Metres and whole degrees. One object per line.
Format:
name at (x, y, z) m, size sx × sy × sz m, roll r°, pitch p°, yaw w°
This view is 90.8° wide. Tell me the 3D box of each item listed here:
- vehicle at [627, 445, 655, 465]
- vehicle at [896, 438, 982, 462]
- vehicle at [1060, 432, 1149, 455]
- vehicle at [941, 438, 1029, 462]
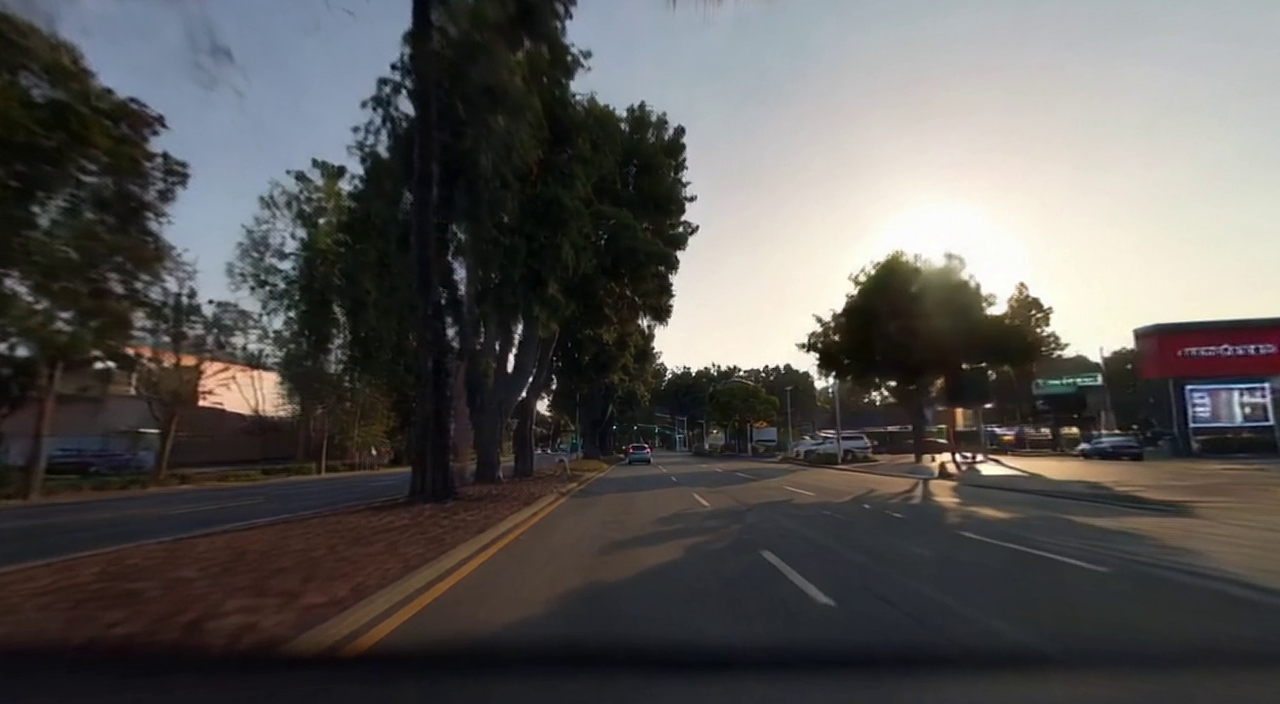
vehicle at (0.057, 8.089, 49.671) m, size 2.159 × 1.461 × 4.142 m, roll 0°, pitch -9°, yaw -1°
vehicle at (19.960, 6.569, 42.361) m, size 2.048 × 1.462 × 4.802 m, roll 5°, pitch -10°, yaw -32°
vehicle at (31.459, 6.231, 42.907) m, size 1.927 × 1.464 × 4.368 m, roll 3°, pitch -9°, yaw -23°
vehicle at (22.977, 6.517, 42.265) m, size 2.072 × 1.469 × 4.661 m, roll 6°, pitch -10°, yaw -35°
